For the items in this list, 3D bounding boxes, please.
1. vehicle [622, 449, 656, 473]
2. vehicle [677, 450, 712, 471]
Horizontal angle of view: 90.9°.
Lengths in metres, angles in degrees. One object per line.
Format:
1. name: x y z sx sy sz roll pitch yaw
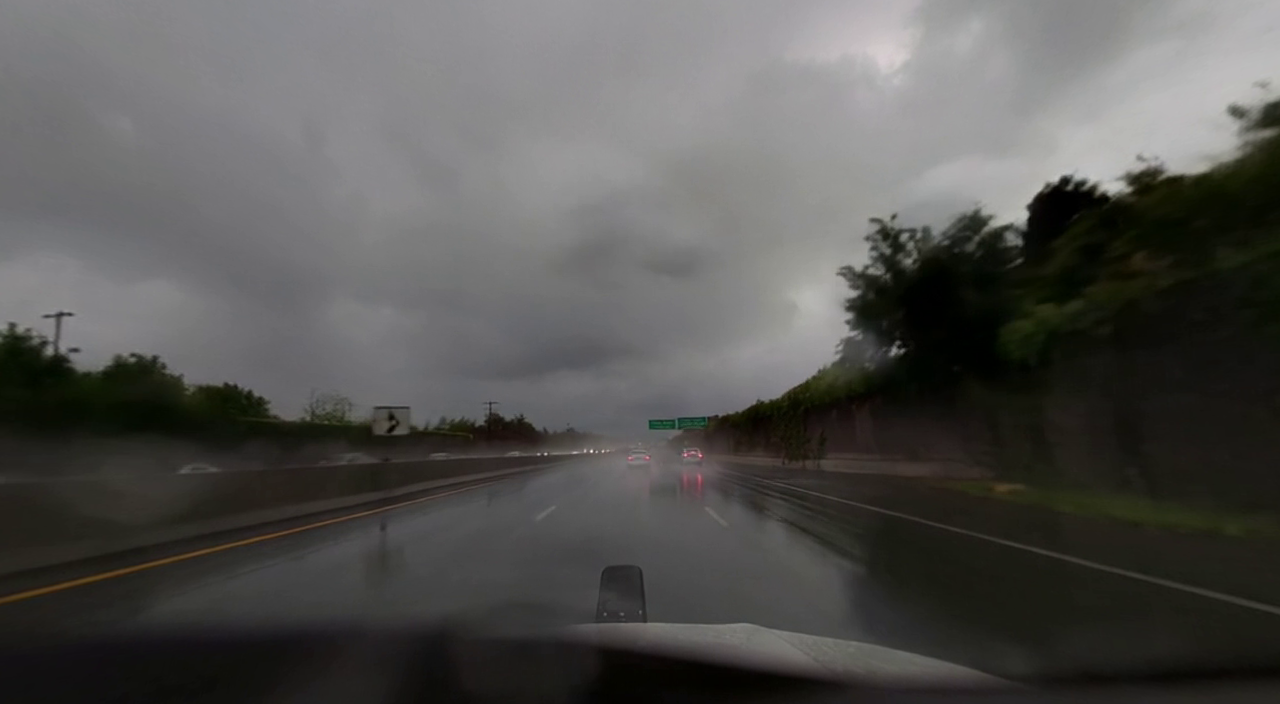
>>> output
1. vehicle: -0.093 6.855 39.796 2.065 1.400 4.028 0 -9 -1
2. vehicle: 3.557 7.177 41.689 1.883 1.320 3.386 0 -9 -2
